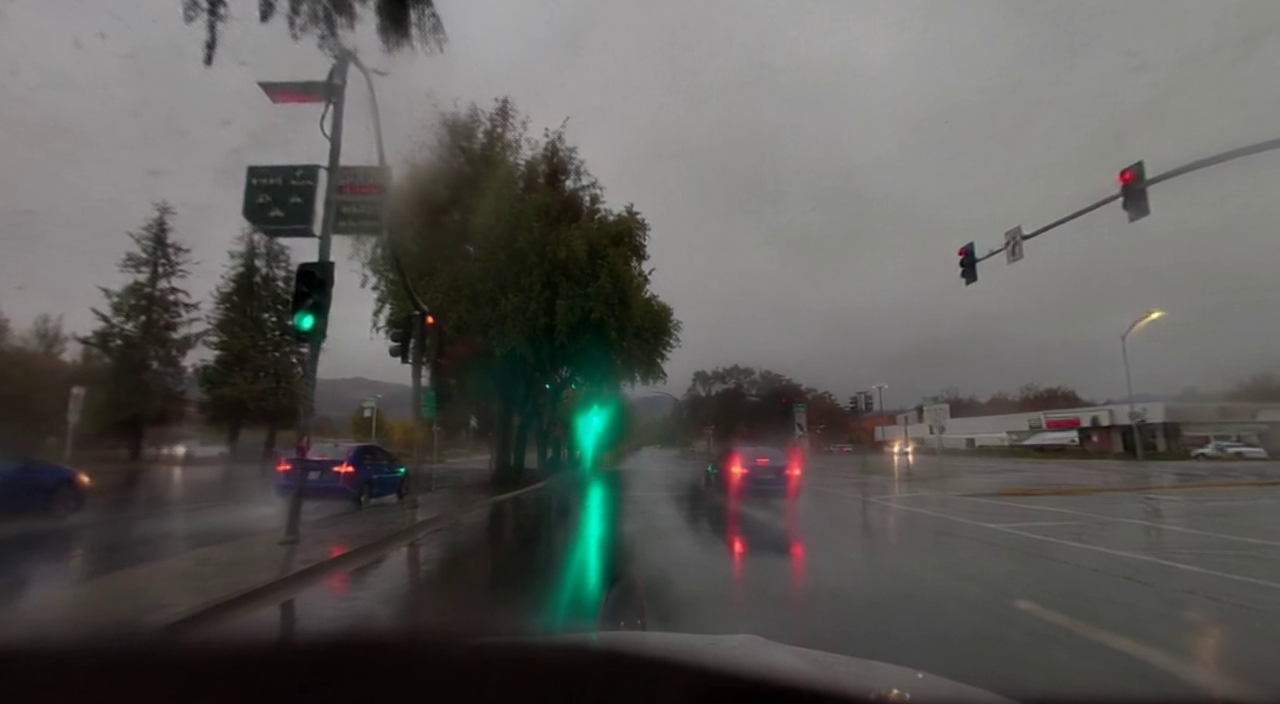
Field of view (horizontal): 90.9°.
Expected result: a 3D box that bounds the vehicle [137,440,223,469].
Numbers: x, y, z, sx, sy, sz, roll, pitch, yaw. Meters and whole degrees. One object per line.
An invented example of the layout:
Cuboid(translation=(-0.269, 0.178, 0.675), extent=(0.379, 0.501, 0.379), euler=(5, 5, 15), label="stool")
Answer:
Cuboid(translation=(-30.065, 6.717, 41.411), extent=(2.134, 1.778, 4.750), euler=(0, -8, -2), label="vehicle")

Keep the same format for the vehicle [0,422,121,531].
Cuboid(translation=(-9.856, 1.683, 8.410), extent=(1.979, 1.494, 4.693), euler=(0, -8, -2), label="vehicle")

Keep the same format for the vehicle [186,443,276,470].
Cuboid(translation=(-23.344, 5.988, 36.254), extent=(2.119, 1.428, 4.622), euler=(0, -8, -1), label="vehicle")

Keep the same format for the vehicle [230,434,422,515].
Cuboid(translation=(-6.555, 2.586, 13.876), extent=(1.995, 1.470, 4.556), euler=(0, -8, -2), label="vehicle")

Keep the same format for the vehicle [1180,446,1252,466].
Cuboid(translation=(43.732, 7.871, 47.977), extent=(1.723, 1.431, 3.880), euler=(0, -8, -2), label="vehicle")

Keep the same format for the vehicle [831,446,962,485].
Cuboid(translation=(10.572, 4.648, 26.112), extent=(4.703, 1.492, 1.930), euler=(2, -9, -14), label="vehicle")

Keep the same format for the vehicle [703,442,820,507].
Cuboid(translation=(3.043, 3.174, 16.926), extent=(1.940, 1.487, 4.562), euler=(0, -8, -4), label="vehicle")
